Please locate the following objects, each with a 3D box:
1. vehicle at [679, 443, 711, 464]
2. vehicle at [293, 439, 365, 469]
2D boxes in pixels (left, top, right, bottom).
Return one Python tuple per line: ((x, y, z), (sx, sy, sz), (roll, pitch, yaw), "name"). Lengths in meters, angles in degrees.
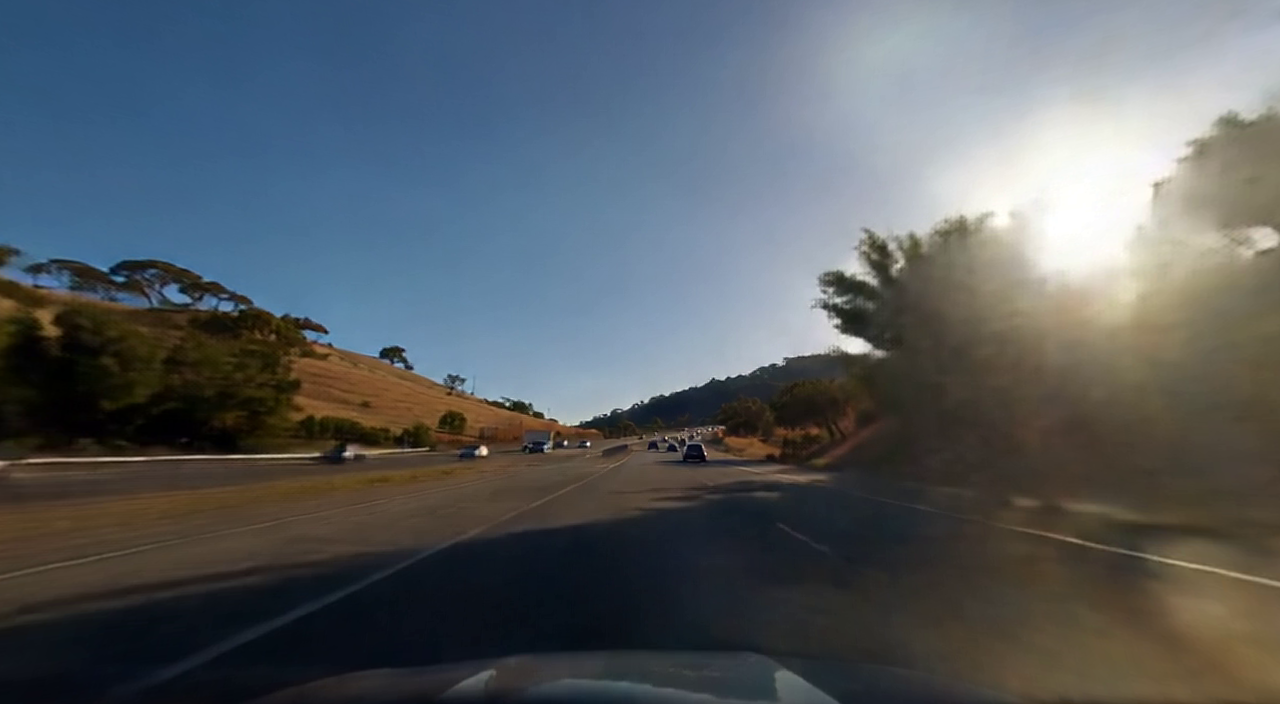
((4.199, 7.771, 48.452), (1.943, 1.490, 4.246), (0, -8, -1), "vehicle")
((-19.218, 6.301, 39.136), (1.966, 1.693, 4.555), (0, -8, 3), "vehicle")
